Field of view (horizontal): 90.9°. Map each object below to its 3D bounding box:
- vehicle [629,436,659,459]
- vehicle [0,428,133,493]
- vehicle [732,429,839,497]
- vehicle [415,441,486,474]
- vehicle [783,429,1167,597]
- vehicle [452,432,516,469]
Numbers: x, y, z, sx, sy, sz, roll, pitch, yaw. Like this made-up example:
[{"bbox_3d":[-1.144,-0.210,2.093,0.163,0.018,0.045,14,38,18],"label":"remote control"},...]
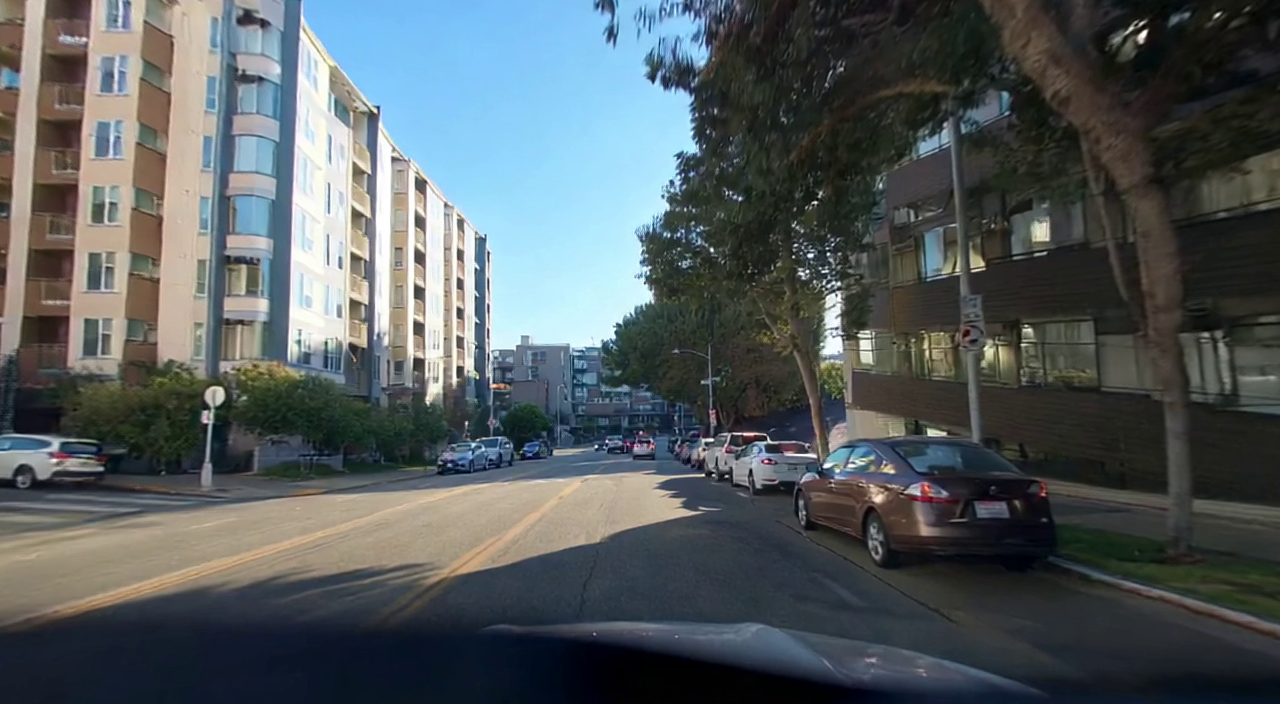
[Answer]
[{"bbox_3d":[0.270,7.507,49.692,2.261,1.740,4.065,0,-8,0],"label":"vehicle"},{"bbox_3d":[-17.182,2.992,17.545,4.278,1.667,2.085,0,-8,-1],"label":"vehicle"},{"bbox_3d":[3.731,2.892,16.721,1.946,1.607,3.082,0,-8,-3],"label":"vehicle"},{"bbox_3d":[-9.528,5.346,32.162,2.089,1.549,4.597,0,-8,1],"label":"vehicle"},{"bbox_3d":[3.486,1.765,8.008,2.107,1.439,4.938,0,-8,-1],"label":"vehicle"},{"bbox_3d":[-9.287,5.904,38.087,2.457,2.048,5.461,0,-8,0],"label":"vehicle"}]
